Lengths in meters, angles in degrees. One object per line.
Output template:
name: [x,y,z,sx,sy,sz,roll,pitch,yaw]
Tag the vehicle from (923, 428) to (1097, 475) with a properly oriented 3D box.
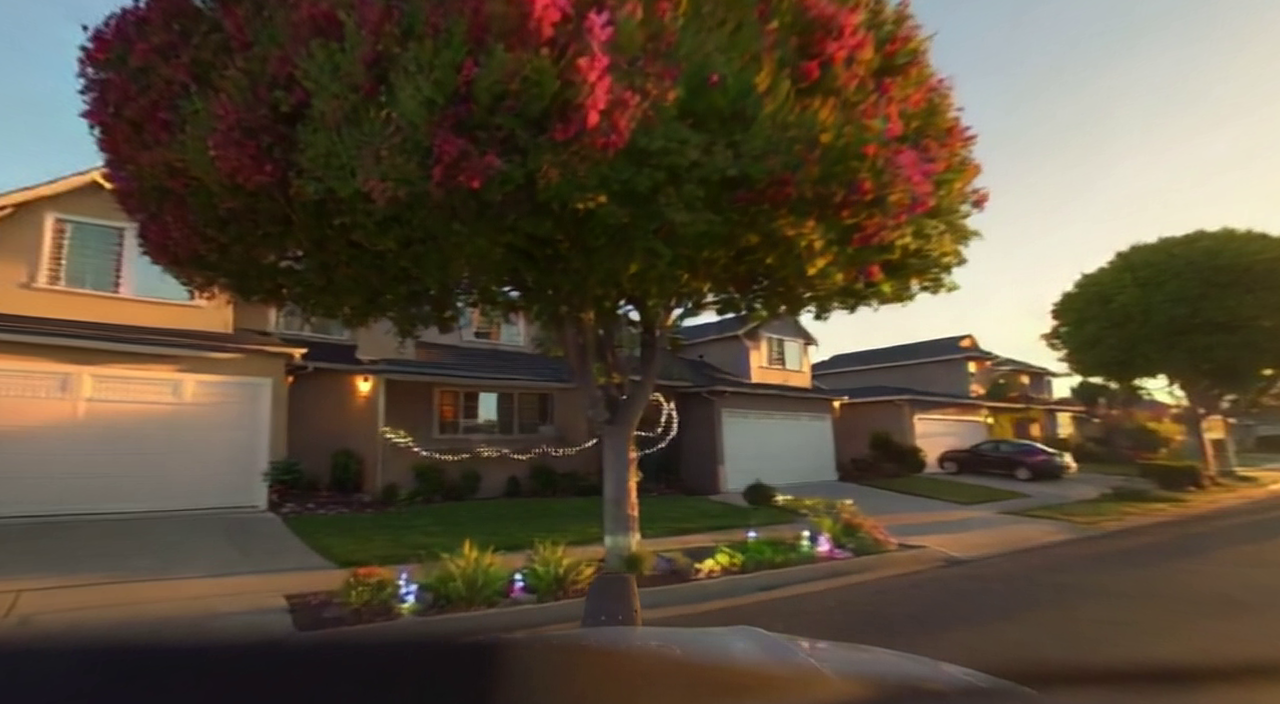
vehicle: [12.996,3.511,22.522,1.807,1.485,4.916,6,-10,-38]
